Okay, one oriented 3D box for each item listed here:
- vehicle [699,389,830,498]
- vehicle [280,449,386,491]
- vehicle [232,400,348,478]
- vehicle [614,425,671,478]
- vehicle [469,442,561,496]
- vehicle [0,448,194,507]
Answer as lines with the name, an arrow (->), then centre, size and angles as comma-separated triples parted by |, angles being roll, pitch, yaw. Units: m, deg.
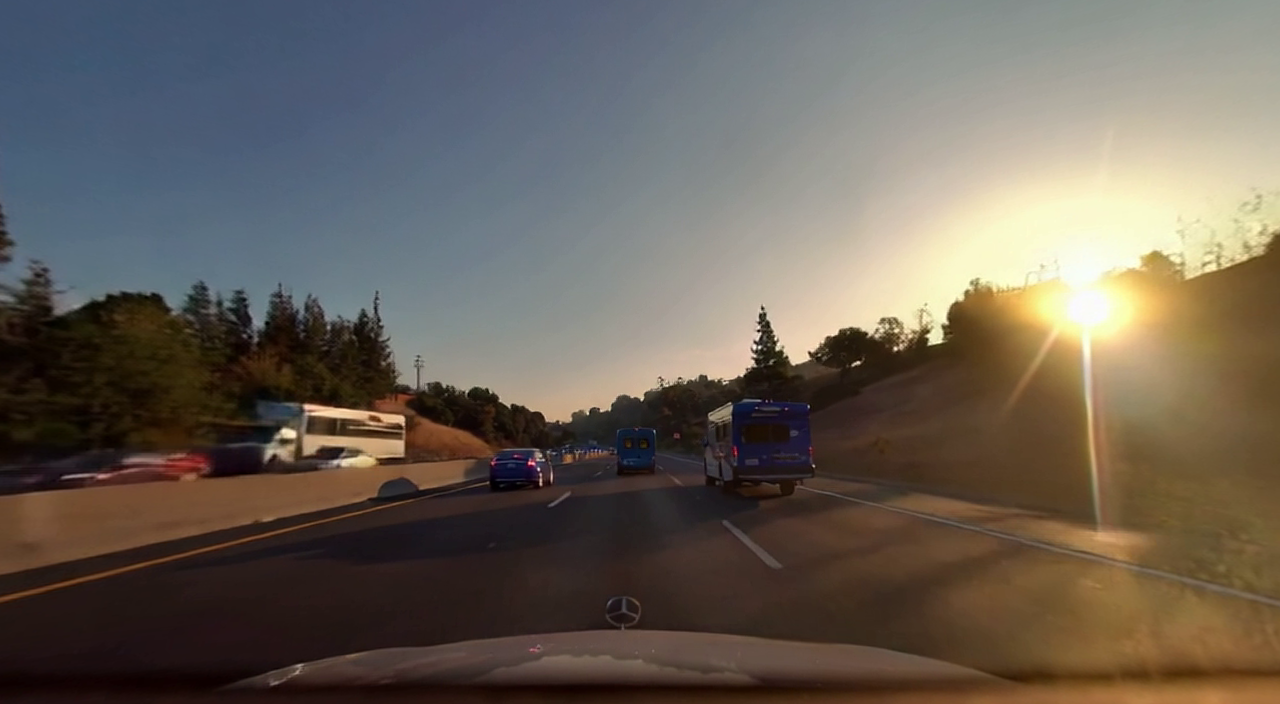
vehicle -> 3.656, 2.985, 20.542 | 2.607, 2.910, 7.252 | 0, -9, -1
vehicle -> -11.656, 4.496, 24.367 | 1.830, 1.440, 4.453 | 0, -9, 0
vehicle -> -19.544, 4.955, 35.744 | 2.976, 3.963, 5.961 | 0, -9, 0
vehicle -> 0.089, 4.814, 30.610 | 2.524, 2.310, 4.986 | 0, -9, 0
vehicle -> -3.801, 3.642, 20.056 | 1.959, 1.502, 4.559 | 0, -9, 0
vehicle -> -15.783, 3.605, 18.632 | 2.046, 1.505, 4.296 | 0, -9, 0
